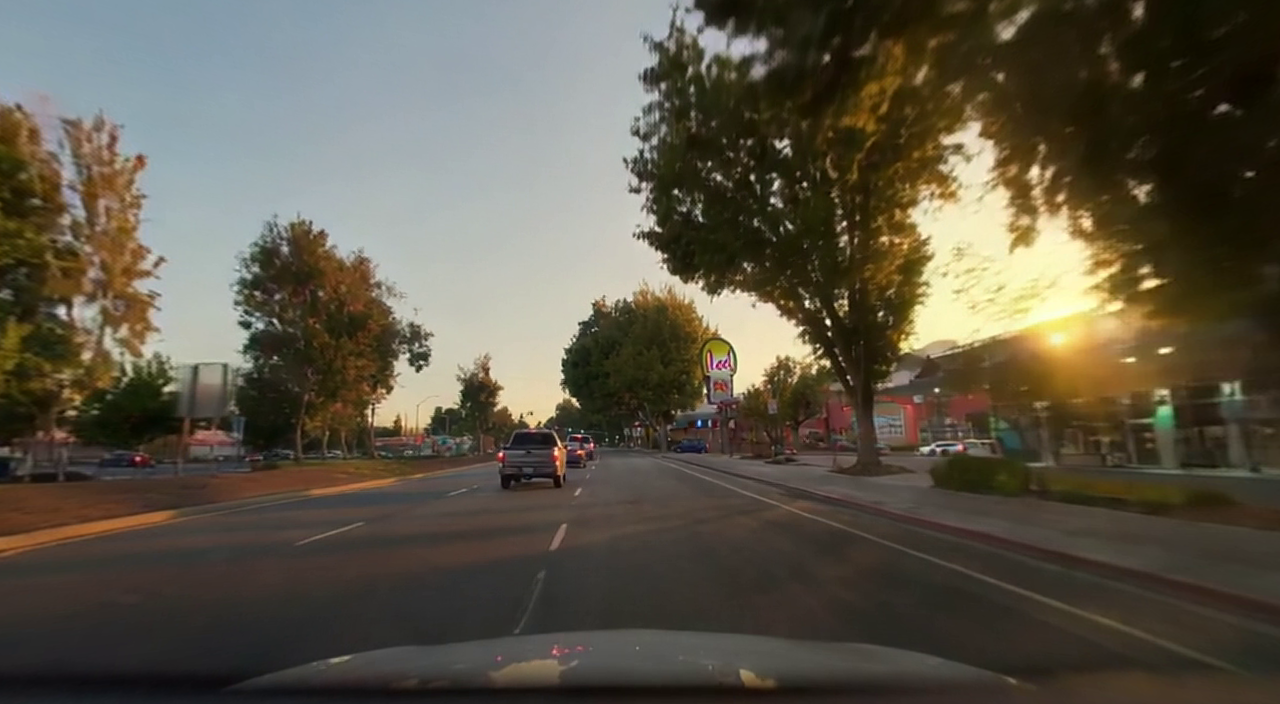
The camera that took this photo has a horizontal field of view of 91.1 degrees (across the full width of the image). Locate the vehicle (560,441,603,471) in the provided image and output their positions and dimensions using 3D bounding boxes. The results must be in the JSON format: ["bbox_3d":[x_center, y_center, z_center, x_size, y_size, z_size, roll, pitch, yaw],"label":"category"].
[{"bbox_3d":[-3.076,5.488,33.289,2.113,1.446,4.309,1,-8,-5],"label":"vehicle"}]

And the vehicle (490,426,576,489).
[{"bbox_3d":[-3.548,3.615,21.892,2.222,1.899,5.006,0,-8,-1],"label":"vehicle"}]
